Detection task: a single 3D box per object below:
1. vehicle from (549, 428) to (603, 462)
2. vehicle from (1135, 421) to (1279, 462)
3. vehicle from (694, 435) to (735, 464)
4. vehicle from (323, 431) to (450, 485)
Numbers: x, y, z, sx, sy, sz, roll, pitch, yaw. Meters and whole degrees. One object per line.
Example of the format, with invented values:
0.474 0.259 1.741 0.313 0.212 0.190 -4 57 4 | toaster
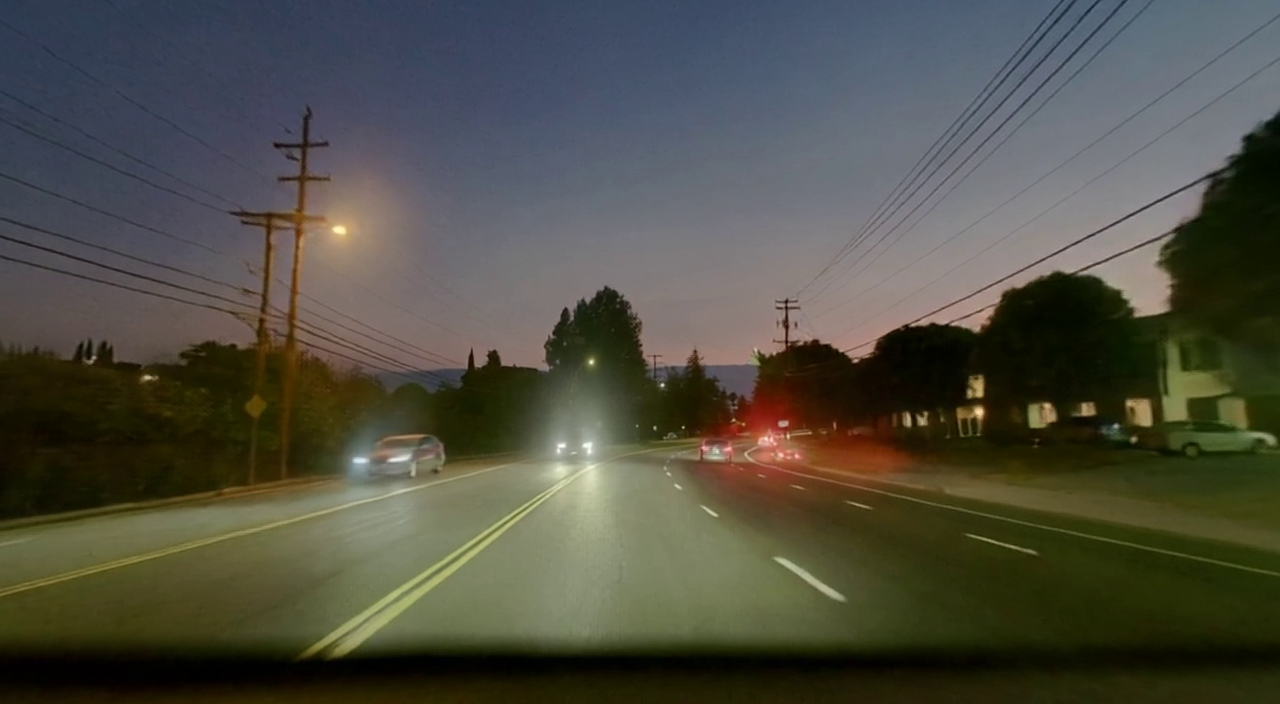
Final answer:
-3.551 5.305 35.848 2.191 1.771 4.981 -1 -9 4 | vehicle
22.504 3.523 24.809 4.444 1.479 1.913 0 -8 -2 | vehicle
3.996 5.335 34.433 1.982 1.451 4.152 -1 -9 3 | vehicle
-7.789 3.325 19.976 2.019 1.476 4.786 0 -9 0 | vehicle
